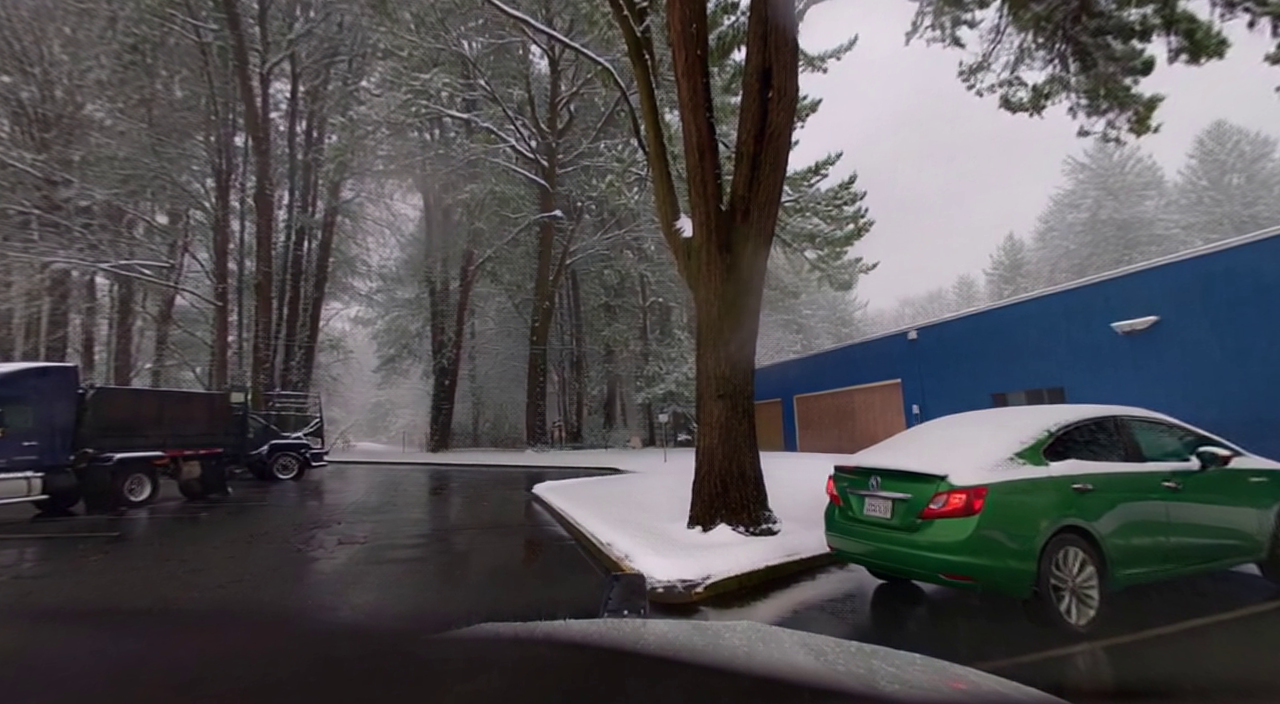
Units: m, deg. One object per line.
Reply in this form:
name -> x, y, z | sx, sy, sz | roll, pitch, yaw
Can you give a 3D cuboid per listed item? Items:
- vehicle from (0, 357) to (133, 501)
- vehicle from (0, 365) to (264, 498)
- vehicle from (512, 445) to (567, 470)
vehicle -> -21.609, 2.705, 20.990 | 11.512, 3.871, 3.038 | -5, -10, 30
vehicle -> -19.194, 3.075, 23.479 | 11.906, 4.069, 2.948 | -5, -10, 28
vehicle -> -6.305, 6.684, 39.970 | 1.809, 1.506, 3.473 | -4, -10, 25
